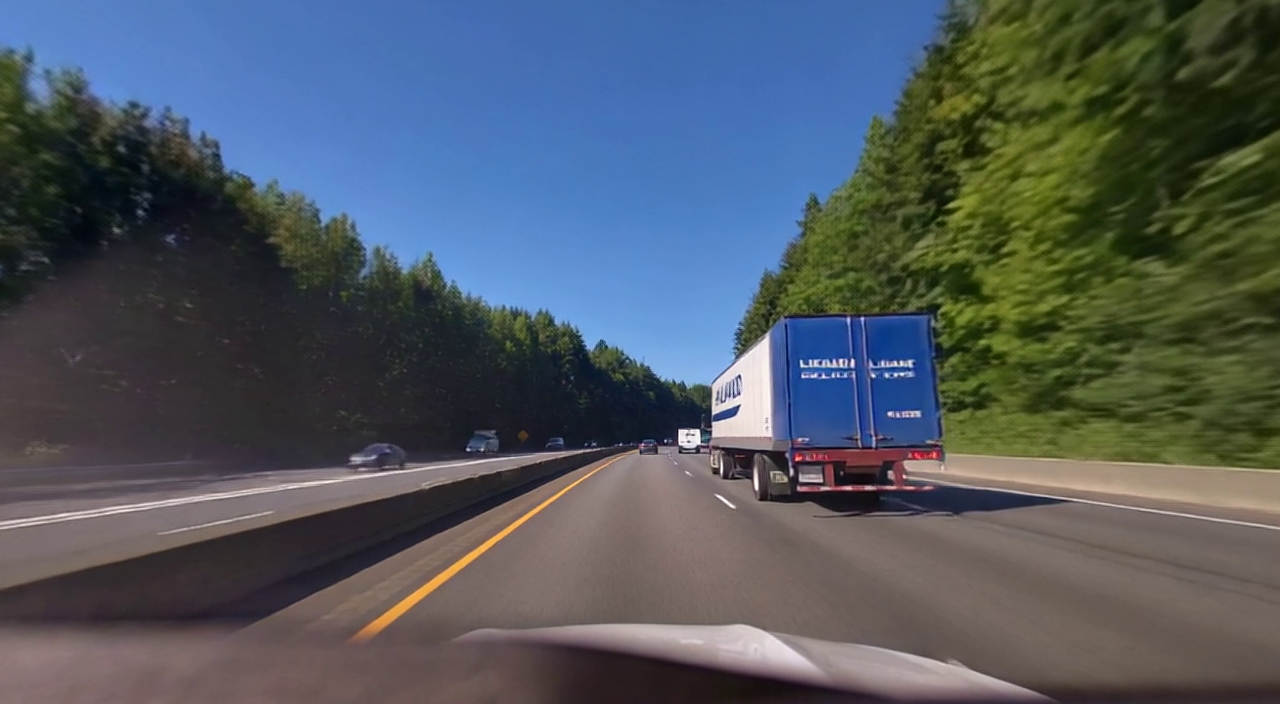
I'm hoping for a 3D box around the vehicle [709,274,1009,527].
[{"bbox_3d":[4.231,1.652,17.020,3.171,4.072,13.784,0,-8,0],"label":"vehicle"}]

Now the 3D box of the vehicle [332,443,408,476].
[{"bbox_3d":[-13.920,5.540,32.784,1.871,1.490,4.603,-1,-8,1],"label":"vehicle"}]
